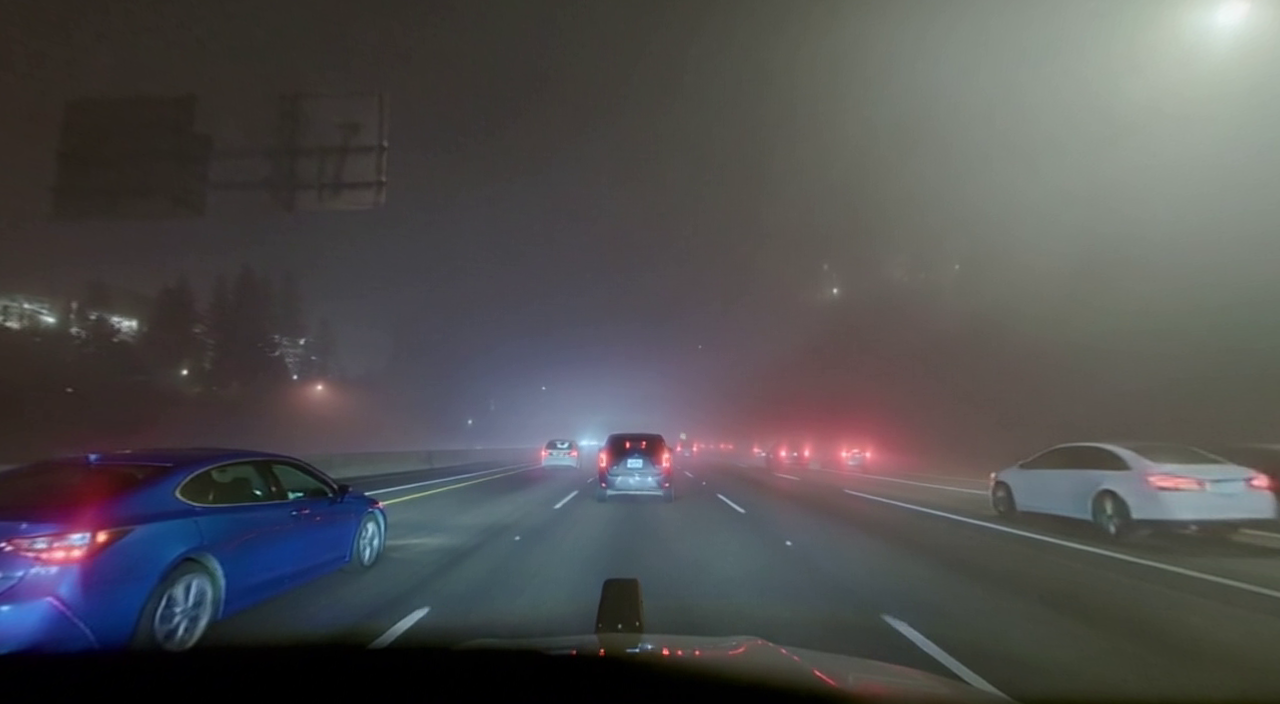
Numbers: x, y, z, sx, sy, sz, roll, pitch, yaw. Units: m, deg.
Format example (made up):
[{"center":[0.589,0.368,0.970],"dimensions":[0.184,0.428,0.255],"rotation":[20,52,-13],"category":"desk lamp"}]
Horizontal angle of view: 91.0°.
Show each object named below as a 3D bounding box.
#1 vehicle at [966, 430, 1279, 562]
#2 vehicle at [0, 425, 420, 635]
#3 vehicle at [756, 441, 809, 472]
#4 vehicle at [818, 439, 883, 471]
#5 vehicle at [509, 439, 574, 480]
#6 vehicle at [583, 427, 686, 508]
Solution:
[{"center":[7.307,2.049,9.762],"dimensions":[2.049,1.521,4.604],"rotation":[0,-9,0],"category":"vehicle"},{"center":[-4.149,1.612,6.778],"dimensions":[1.974,1.478,4.412],"rotation":[0,-9,0],"category":"vehicle"},{"center":[7.418,5.461,33.096],"dimensions":[1.880,1.526,3.641],"rotation":[0,-9,0],"category":"vehicle"},{"center":[11.560,5.688,34.927],"dimensions":[1.992,1.625,4.359],"rotation":[1,-9,-1],"category":"vehicle"},{"center":[-3.988,4.434,26.213],"dimensions":[1.947,1.516,4.295],"rotation":[0,-9,1],"category":"vehicle"},{"center":[-0.097,2.782,15.546],"dimensions":[2.181,1.697,4.021],"rotation":[0,-9,0],"category":"vehicle"}]
